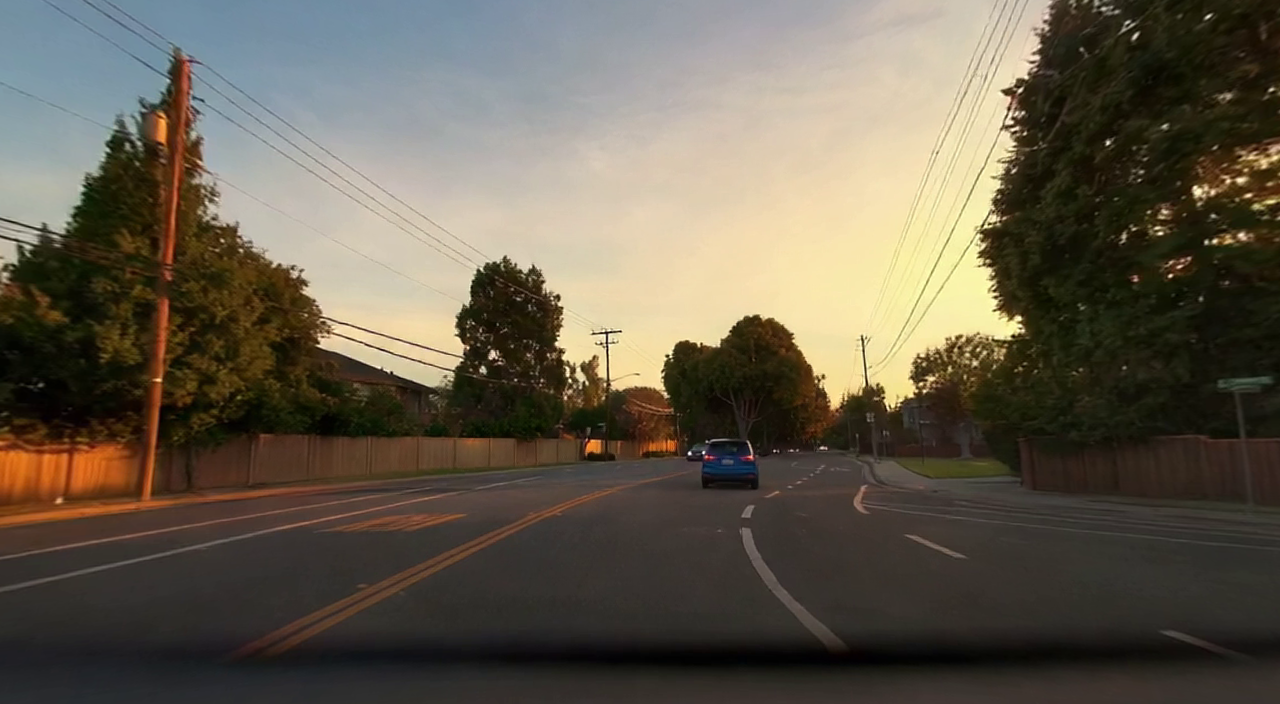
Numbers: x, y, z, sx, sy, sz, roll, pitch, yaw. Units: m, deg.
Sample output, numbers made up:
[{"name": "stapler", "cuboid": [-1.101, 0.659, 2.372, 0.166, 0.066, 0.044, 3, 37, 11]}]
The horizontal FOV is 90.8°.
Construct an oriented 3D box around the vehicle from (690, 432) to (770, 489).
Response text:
[{"name": "vehicle", "cuboid": [3.085, 3.552, 20.998, 2.139, 1.699, 3.916, -2, -9, 15]}]
